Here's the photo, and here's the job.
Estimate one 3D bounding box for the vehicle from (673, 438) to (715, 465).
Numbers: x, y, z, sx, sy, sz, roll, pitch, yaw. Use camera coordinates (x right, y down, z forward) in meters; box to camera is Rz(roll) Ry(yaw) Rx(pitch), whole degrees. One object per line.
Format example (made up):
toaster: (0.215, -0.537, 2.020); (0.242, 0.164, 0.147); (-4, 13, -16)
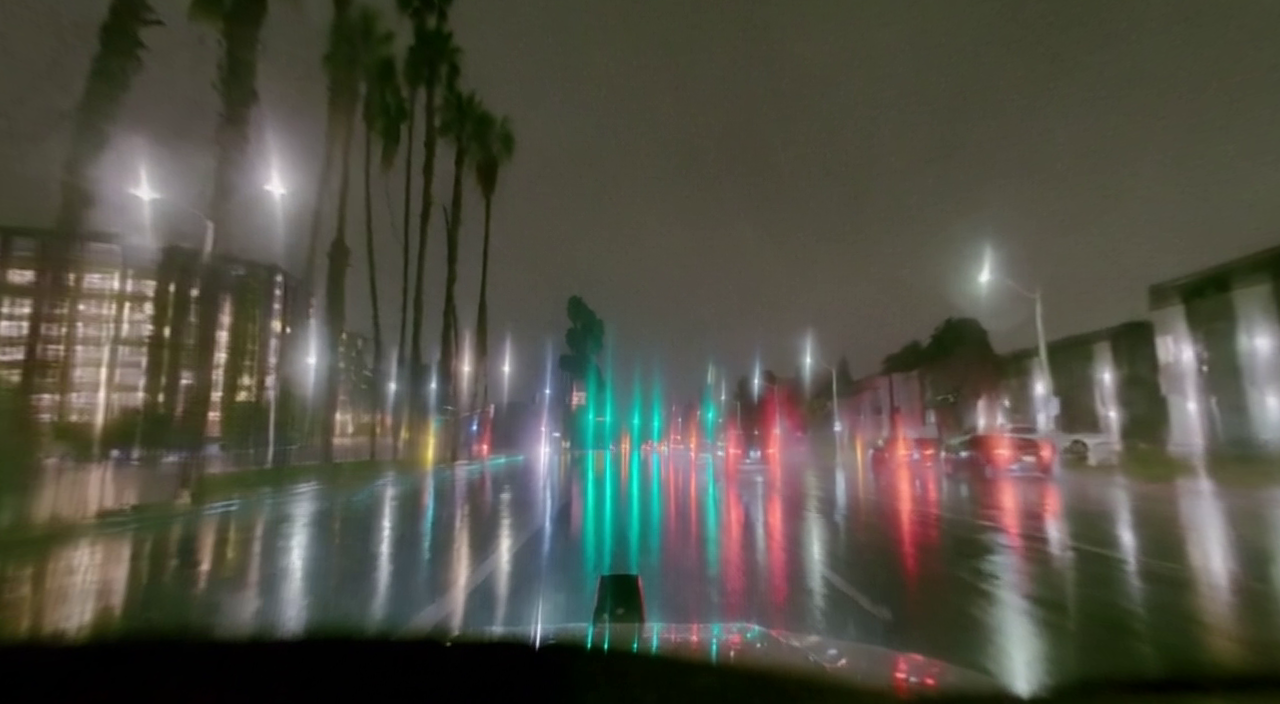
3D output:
vehicle: (3.203, 6.000, 38.251); (2.010, 1.509, 4.377); (0, -9, -2)

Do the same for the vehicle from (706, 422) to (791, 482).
vehicle: (3.757, 3.584, 22.838); (2.104, 1.910, 4.693); (0, -9, -2)

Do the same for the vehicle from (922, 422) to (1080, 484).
vehicle: (12.719, 3.625, 22.850); (2.157, 1.937, 5.386); (0, -9, -5)

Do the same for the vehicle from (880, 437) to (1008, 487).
vehicle: (9.840, 3.586, 20.925); (1.871, 1.465, 4.395); (0, -9, -3)
